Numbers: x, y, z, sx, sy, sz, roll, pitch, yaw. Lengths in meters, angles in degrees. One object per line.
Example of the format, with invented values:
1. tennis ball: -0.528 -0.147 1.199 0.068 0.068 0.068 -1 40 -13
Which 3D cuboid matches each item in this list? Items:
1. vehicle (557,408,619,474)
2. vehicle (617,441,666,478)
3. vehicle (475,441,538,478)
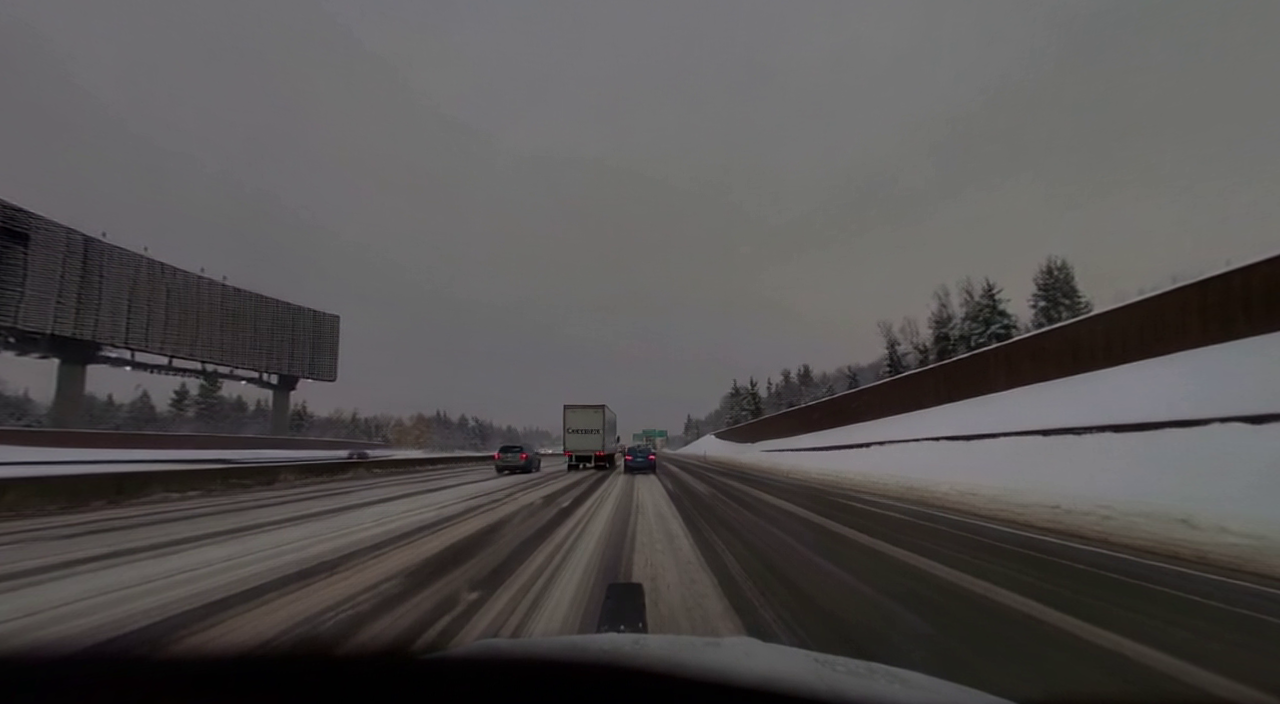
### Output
1. vehicle: -2.903 5.380 37.897 2.794 3.460 8.595 0 -9 1
2. vehicle: 0.053 4.985 29.358 2.168 1.597 3.615 0 -9 0
3. vehicle: -6.606 5.361 31.722 2.124 1.674 4.541 0 -9 0
